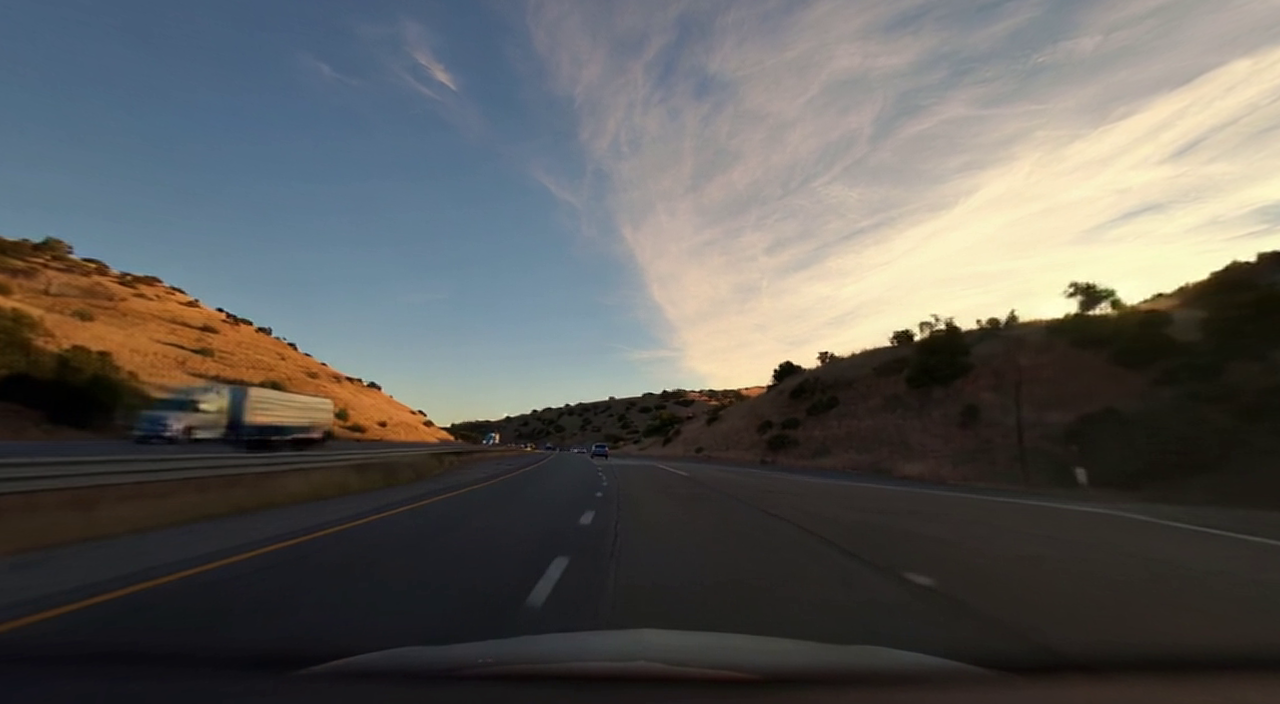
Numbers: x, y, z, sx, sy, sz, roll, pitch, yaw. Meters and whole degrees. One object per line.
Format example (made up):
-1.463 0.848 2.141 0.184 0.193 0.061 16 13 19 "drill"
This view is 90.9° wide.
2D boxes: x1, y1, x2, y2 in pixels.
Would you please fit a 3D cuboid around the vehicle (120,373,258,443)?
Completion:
-28.565 3.838 40.570 3.019 3.990 8.225 1 -9 -3 "vehicle"
